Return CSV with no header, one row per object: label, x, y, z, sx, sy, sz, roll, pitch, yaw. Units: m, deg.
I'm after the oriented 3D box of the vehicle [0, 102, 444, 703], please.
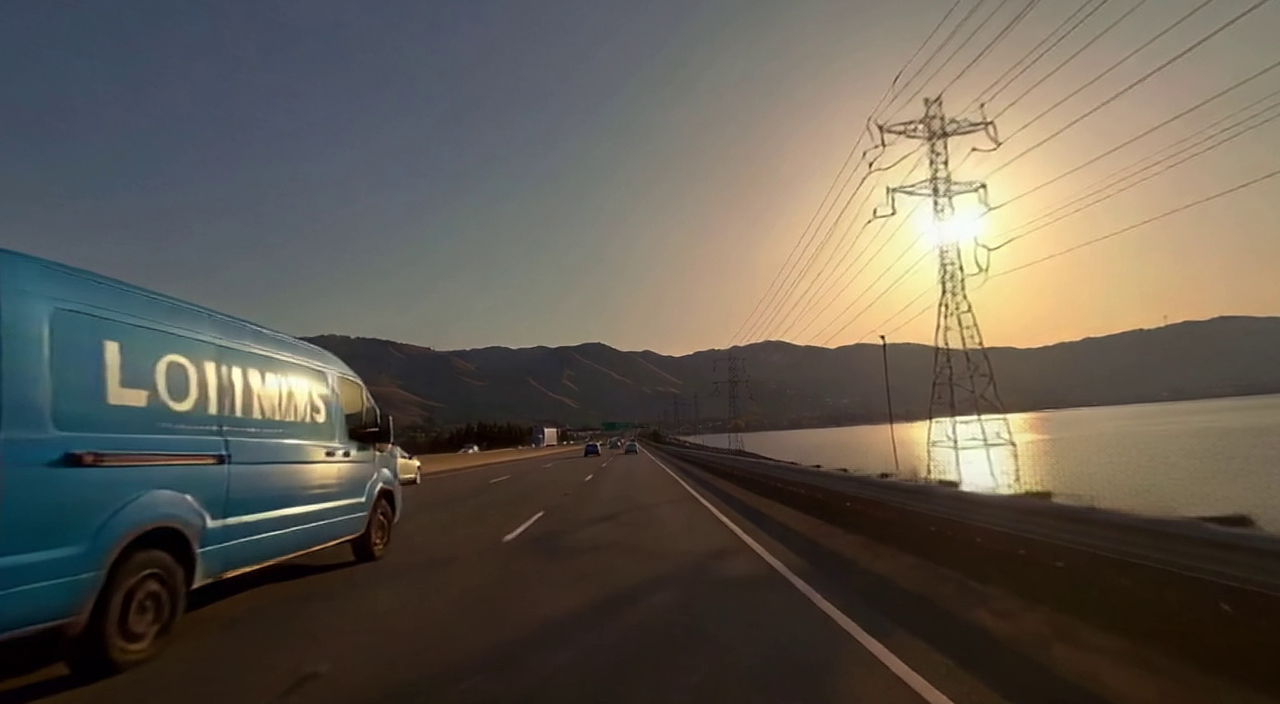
vehicle,-3.787,0.738,5.041,2.331,2.757,6.581,0,-8,0
